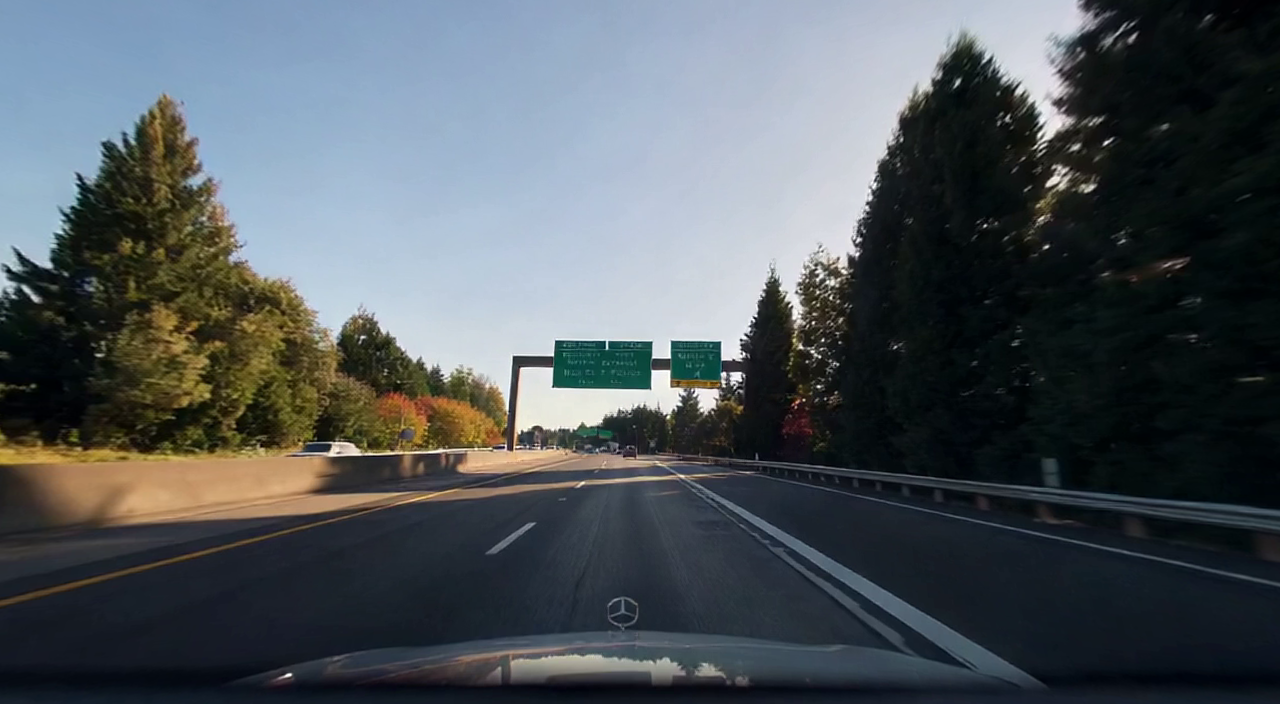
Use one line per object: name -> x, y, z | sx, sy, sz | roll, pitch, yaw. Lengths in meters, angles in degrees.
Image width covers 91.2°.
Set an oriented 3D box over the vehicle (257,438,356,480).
vehicle -> -13.123, 4.230, 24.986 | 1.802, 1.493, 4.016 | 0, -9, -1
